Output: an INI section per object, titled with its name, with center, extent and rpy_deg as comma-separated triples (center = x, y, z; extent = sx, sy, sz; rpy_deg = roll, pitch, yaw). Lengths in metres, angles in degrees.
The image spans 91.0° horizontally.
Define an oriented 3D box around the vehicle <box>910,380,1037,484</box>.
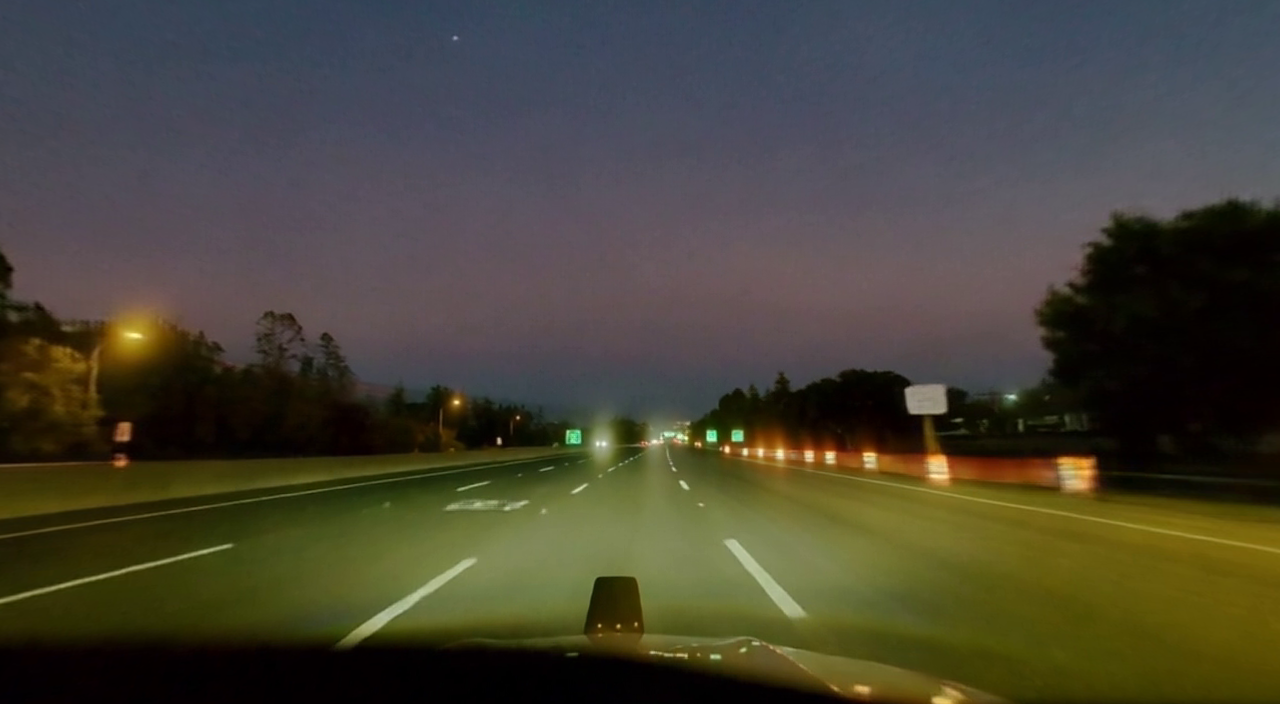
[vehicle]
center = 12.549, 3.086, 24.068
extent = 2.772, 3.642, 3.493
rpy_deg = 0, -9, 1
